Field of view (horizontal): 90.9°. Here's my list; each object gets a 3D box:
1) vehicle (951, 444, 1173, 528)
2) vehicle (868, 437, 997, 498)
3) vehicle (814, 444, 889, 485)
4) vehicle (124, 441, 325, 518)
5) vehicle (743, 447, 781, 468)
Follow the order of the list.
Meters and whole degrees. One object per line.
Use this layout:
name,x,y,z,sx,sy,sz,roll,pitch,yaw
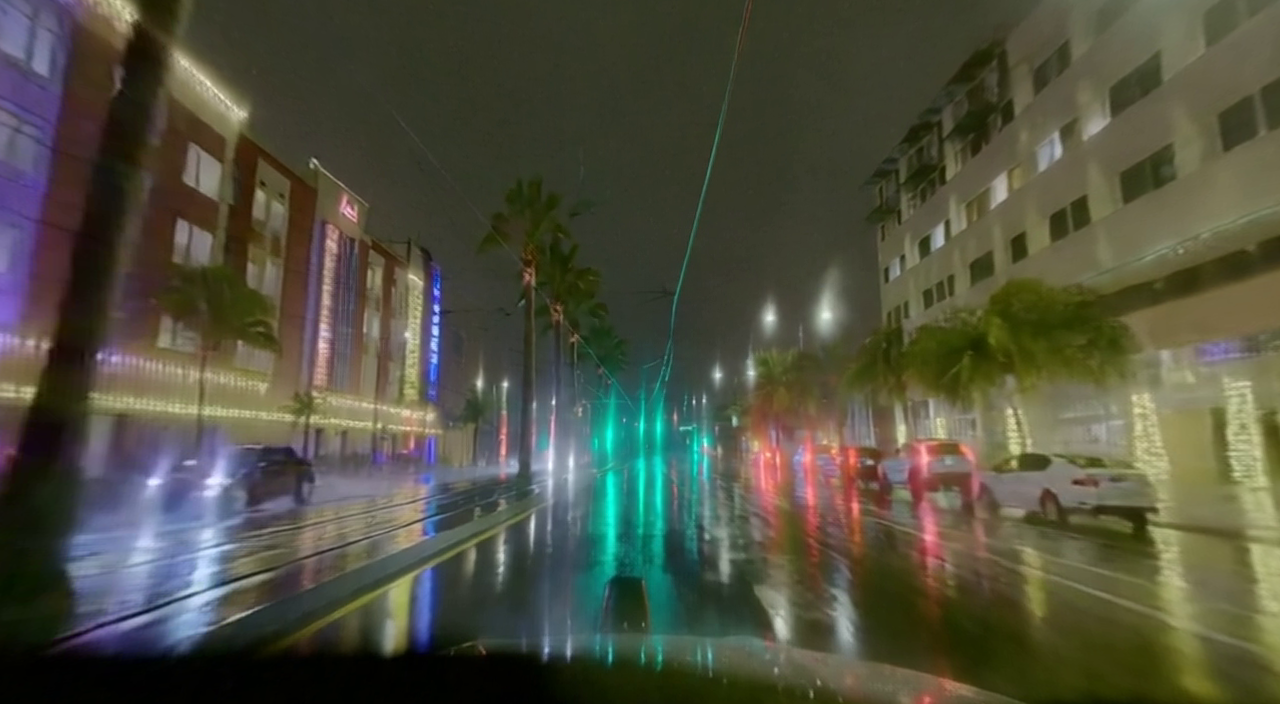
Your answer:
vehicle,8.637,2.727,13.493,1.733,1.468,4.326,0,-8,0
vehicle,8.722,3.450,19.317,1.867,1.627,4.357,0,-8,0
vehicle,8.492,4.523,25.661,1.715,1.500,3.910,0,-8,1
vehicle,-10.630,3.245,16.707,2.042,1.716,4.634,-1,-8,2
vehicle,9.114,7.868,47.317,1.822,1.494,4.385,0,-8,-2
